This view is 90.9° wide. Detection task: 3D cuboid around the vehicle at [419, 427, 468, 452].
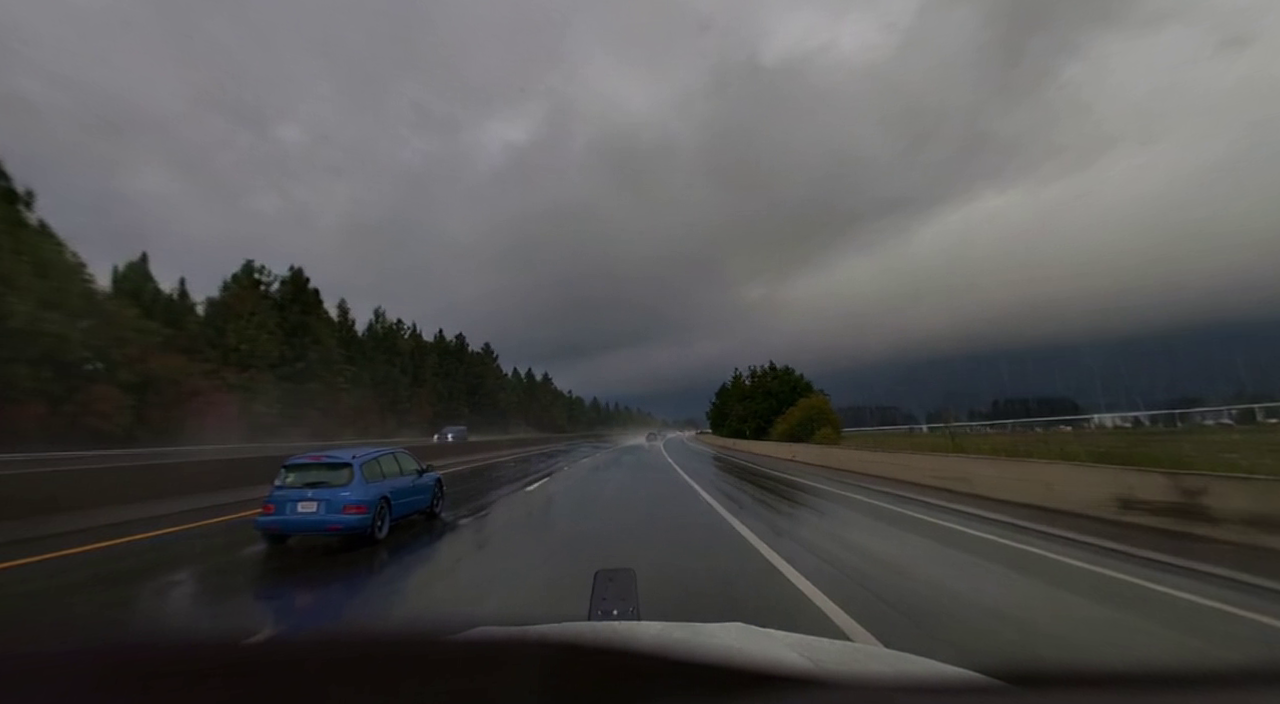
[{"bbox_3d":[-15.397,6.855,49.679,2.120,1.862,5.124,0,-8,1],"label":"vehicle"}]
